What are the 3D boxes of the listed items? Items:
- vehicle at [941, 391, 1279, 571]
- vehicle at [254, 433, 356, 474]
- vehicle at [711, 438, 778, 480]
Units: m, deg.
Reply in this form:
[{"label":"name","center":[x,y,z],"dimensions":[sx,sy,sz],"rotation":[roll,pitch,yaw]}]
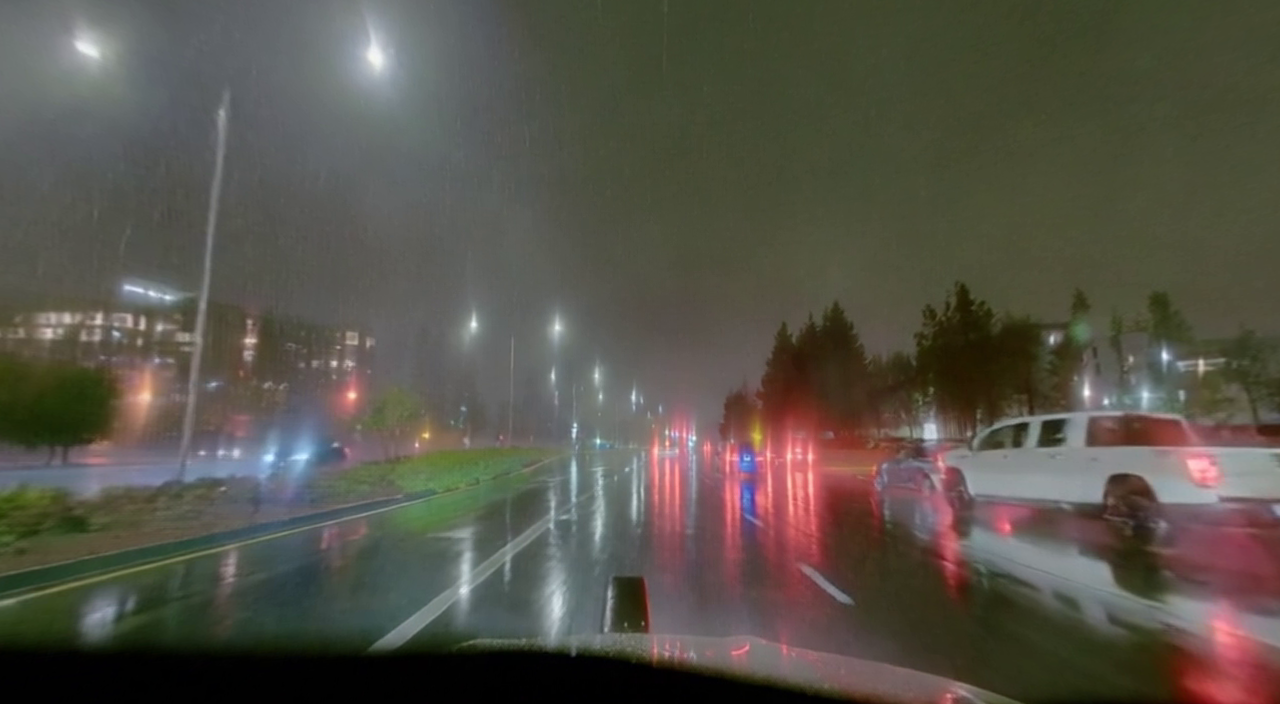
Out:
[{"label":"vehicle","center":[7.704,1.912,10.329],"dimensions":[2.410,1.997,6.477],"rotation":[0,-8,1]},{"label":"vehicle","center":[-13.820,4.201,26.298],"dimensions":[1.862,1.551,4.265],"rotation":[-1,-8,1]},{"label":"vehicle","center":[4.074,4.257,25.348],"dimensions":[1.981,1.499,4.536],"rotation":[0,-8,1]}]
